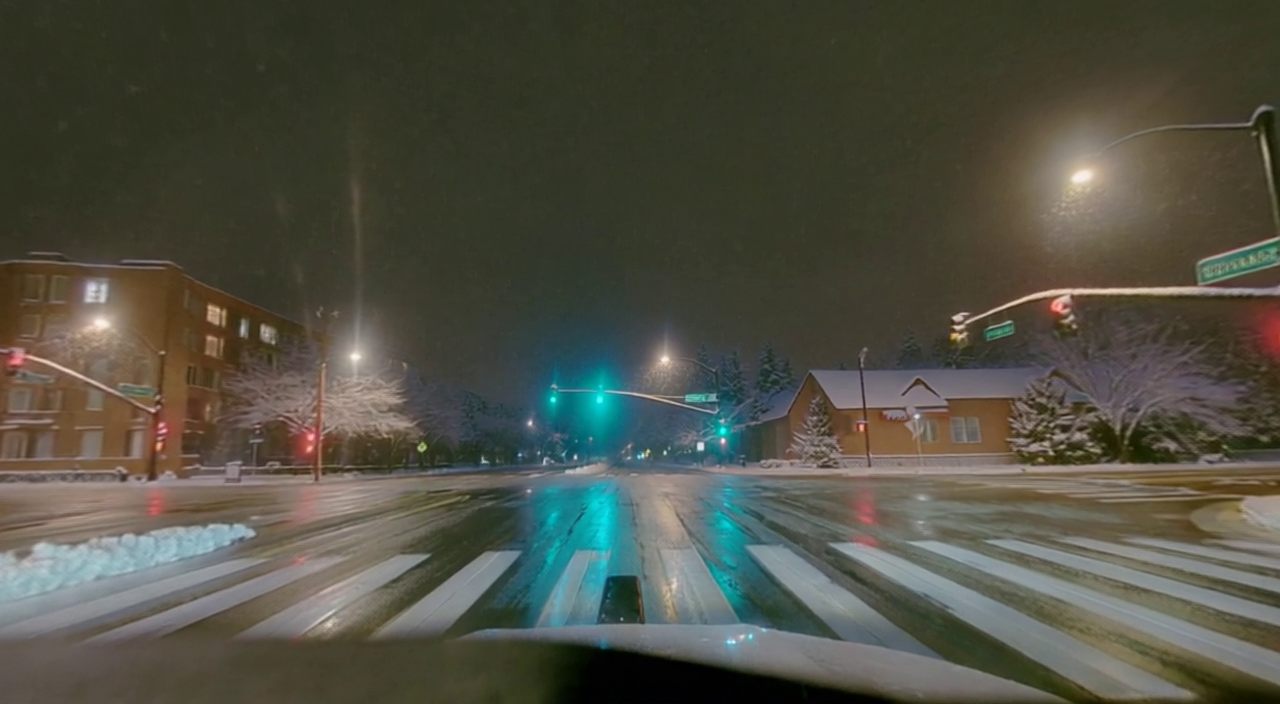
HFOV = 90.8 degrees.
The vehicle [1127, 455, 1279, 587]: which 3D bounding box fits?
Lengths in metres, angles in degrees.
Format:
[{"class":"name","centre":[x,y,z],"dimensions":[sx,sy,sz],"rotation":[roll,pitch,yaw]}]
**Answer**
[{"class":"vehicle","centre":[8.211,1.972,7.536],"dimensions":[1.935,1.421,4.716],"rotation":[-2,-9,13]}]
